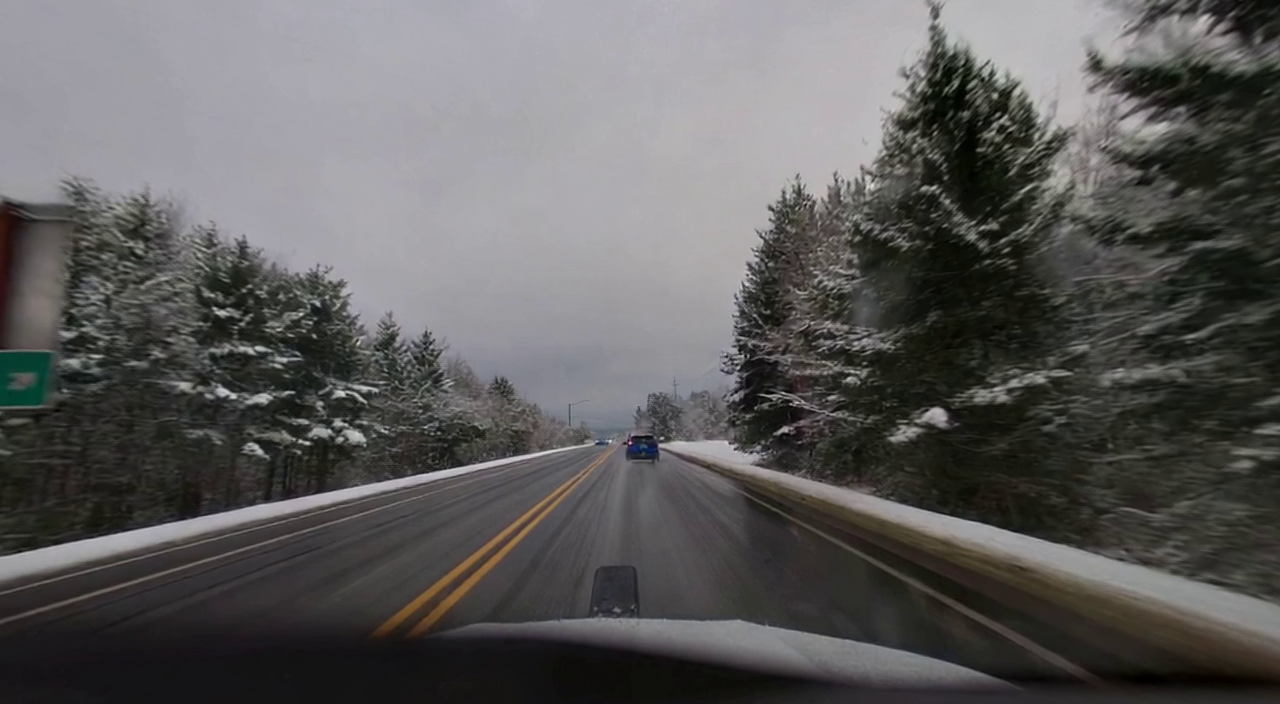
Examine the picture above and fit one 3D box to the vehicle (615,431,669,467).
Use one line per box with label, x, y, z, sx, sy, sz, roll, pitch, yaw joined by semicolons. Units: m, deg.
vehicle;0.042;4.311;28.198;2.241;1.471;3.829;0;-8;-1
